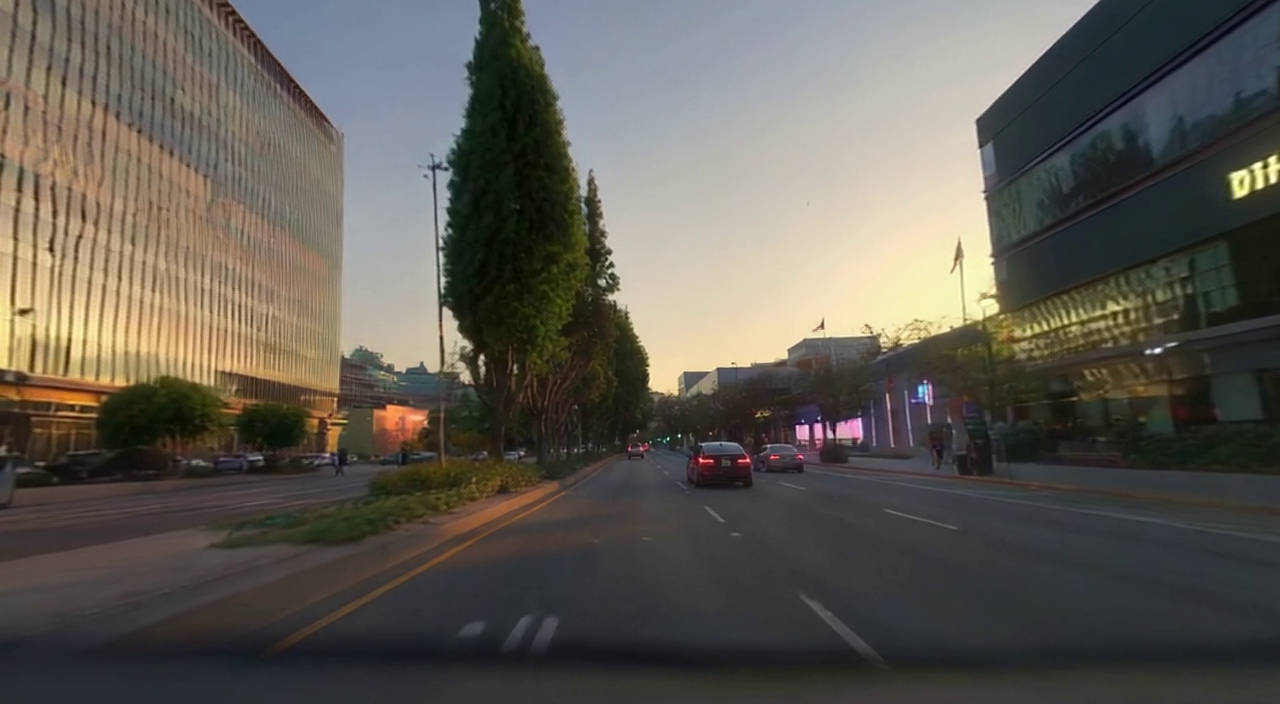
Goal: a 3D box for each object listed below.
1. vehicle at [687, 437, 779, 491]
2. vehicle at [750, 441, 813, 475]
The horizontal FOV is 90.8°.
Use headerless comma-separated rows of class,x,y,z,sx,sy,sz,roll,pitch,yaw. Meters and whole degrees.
vehicle,2.746,3.458,19.833,2.131,1.491,4.496,0,-9,-1
vehicle,6.363,4.826,28.979,1.912,1.411,4.380,0,-9,0
